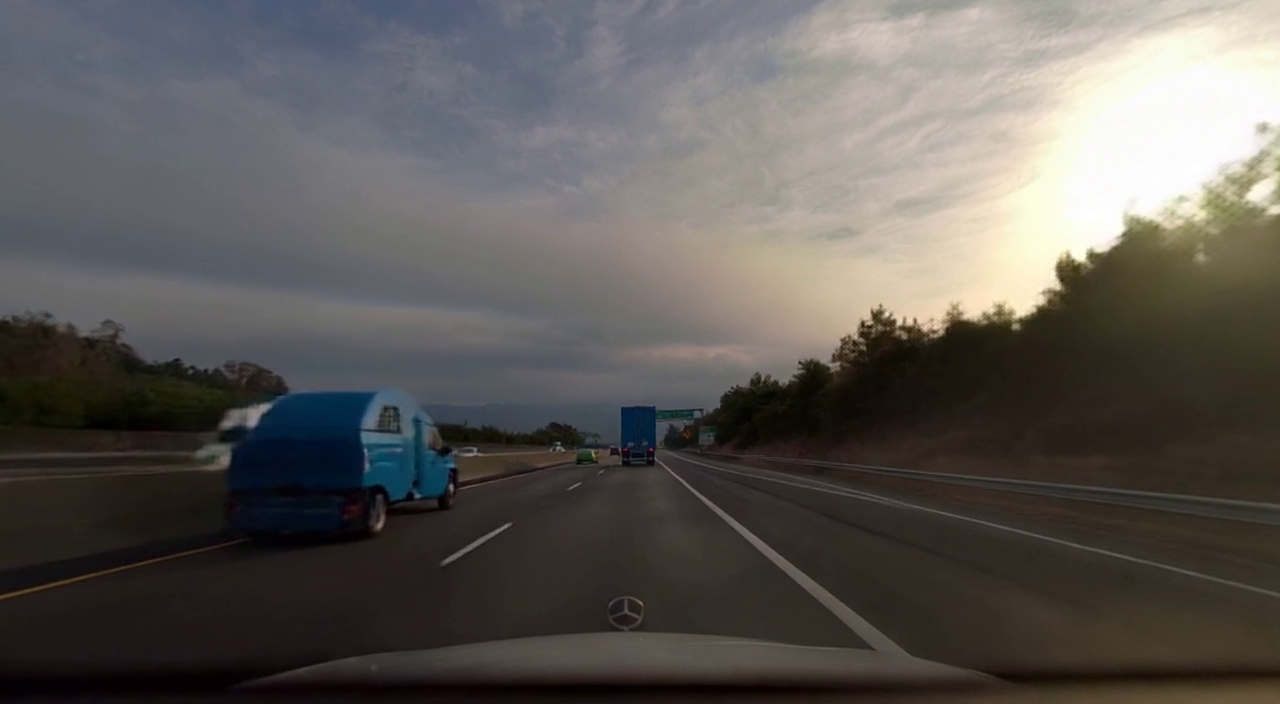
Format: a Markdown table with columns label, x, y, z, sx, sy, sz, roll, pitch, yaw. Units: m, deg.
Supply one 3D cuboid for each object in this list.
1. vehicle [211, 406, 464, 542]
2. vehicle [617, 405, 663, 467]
| label | x | y | z | sx | sy | sz | roll | pitch | yaw |
| --- | --- | --- | --- | --- | --- | --- | --- | --- | --- |
| vehicle | -4.724 | 1.991 | 10.844 | 2.042 | 1.815 | 4.639 | 0 | -9 | 0 |
| vehicle | 0.096 | 6.135 | 45.605 | 2.899 | 3.966 | 10.053 | 0 | -9 | 1 |
